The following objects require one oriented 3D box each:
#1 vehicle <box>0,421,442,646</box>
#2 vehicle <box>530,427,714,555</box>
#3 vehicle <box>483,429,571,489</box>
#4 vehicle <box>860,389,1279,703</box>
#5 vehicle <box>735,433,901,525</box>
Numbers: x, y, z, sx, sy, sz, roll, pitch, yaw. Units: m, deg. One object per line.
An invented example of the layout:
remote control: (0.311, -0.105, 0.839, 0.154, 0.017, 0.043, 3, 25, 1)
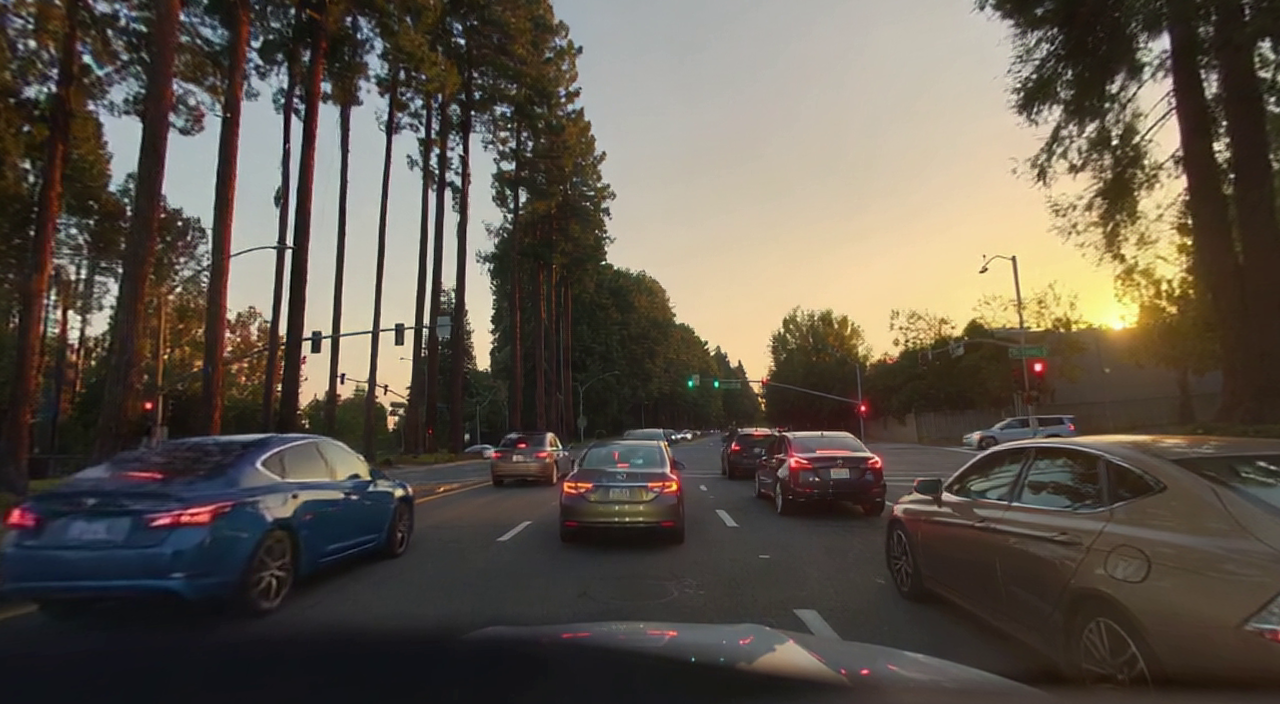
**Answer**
vehicle: (-3.710, 1.537, 6.479, 1.935, 1.482, 4.433, 0, -8, -1)
vehicle: (-0.226, 1.914, 9.351, 2.147, 1.479, 3.803, 0, -8, 0)
vehicle: (-3.524, 3.434, 20.526, 1.961, 1.714, 4.268, 0, -8, 2)
vehicle: (3.140, 1.151, 4.061, 1.903, 1.480, 4.270, 0, -8, 0)
vehicle: (3.187, 2.334, 12.333, 1.975, 1.460, 4.357, 0, -8, 0)
